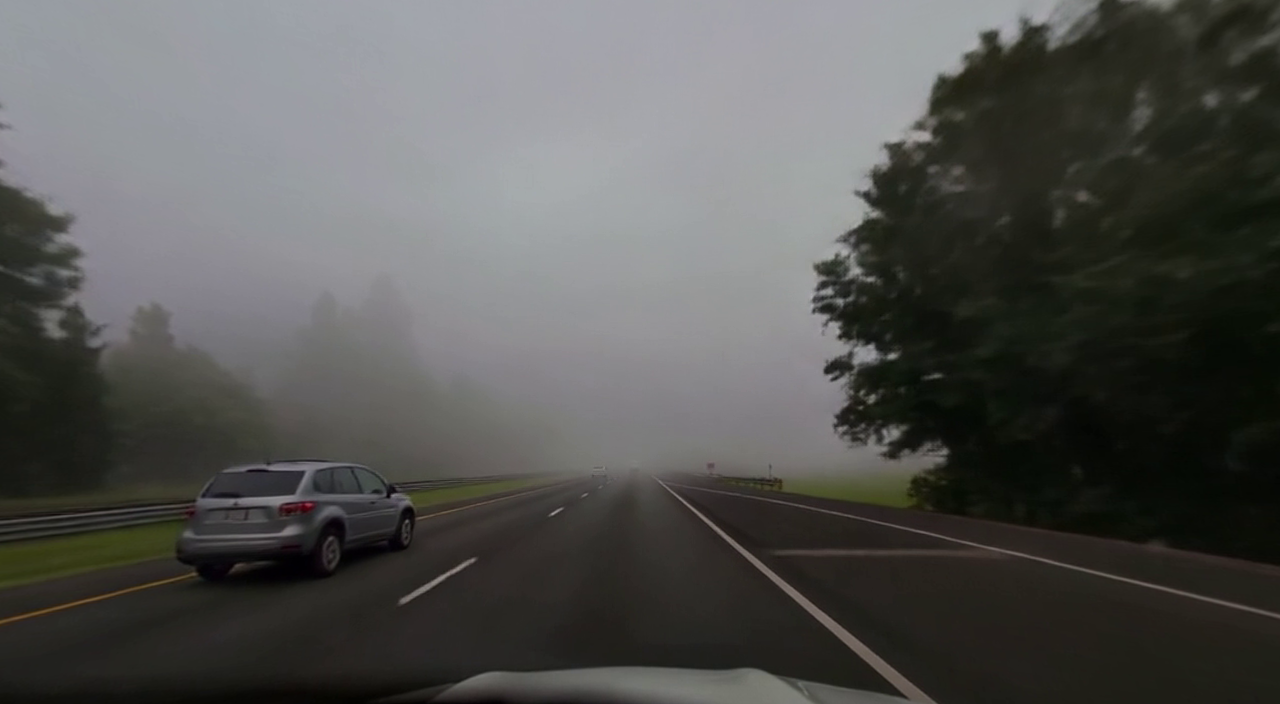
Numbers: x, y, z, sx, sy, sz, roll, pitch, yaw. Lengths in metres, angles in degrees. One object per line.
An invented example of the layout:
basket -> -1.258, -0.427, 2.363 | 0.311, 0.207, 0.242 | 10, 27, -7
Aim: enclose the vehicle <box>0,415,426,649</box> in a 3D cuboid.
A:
vehicle -> -4.158, 1.694, 6.880 | 1.928, 1.593, 4.871 | 1, -10, 0
